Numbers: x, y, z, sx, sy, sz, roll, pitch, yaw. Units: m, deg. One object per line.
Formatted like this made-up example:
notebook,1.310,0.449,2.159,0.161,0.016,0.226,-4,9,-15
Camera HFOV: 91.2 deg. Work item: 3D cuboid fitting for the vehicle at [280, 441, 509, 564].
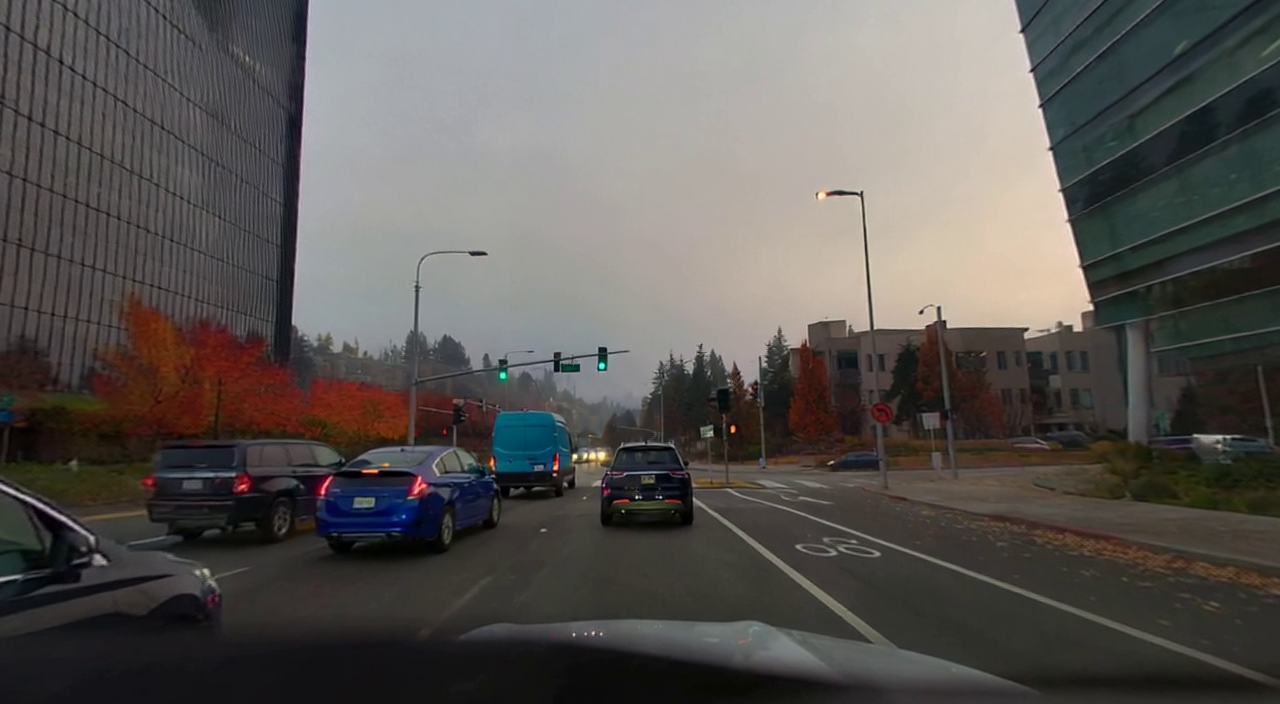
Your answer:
vehicle,-3.529,2.224,10.032,1.955,1.499,4.223,0,-9,0

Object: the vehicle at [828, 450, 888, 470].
vehicle,17.186,8.534,49.539,3.988,1.518,1.824,0,-9,-2

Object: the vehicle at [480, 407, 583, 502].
vehicle,-3.334,3.344,20.646,2.343,2.635,5.684,0,-9,0

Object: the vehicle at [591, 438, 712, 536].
vehicle,0.185,2.511,12.164,1.979,1.562,3.630,-1,-9,0

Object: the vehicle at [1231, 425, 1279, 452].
vehicle,36.421,5.038,36.265,1.754,1.501,3.833,-4,-10,20

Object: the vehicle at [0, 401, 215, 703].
vehicle,-2.904,0.749,0.886,1.893,1.491,3.798,-1,-9,0
